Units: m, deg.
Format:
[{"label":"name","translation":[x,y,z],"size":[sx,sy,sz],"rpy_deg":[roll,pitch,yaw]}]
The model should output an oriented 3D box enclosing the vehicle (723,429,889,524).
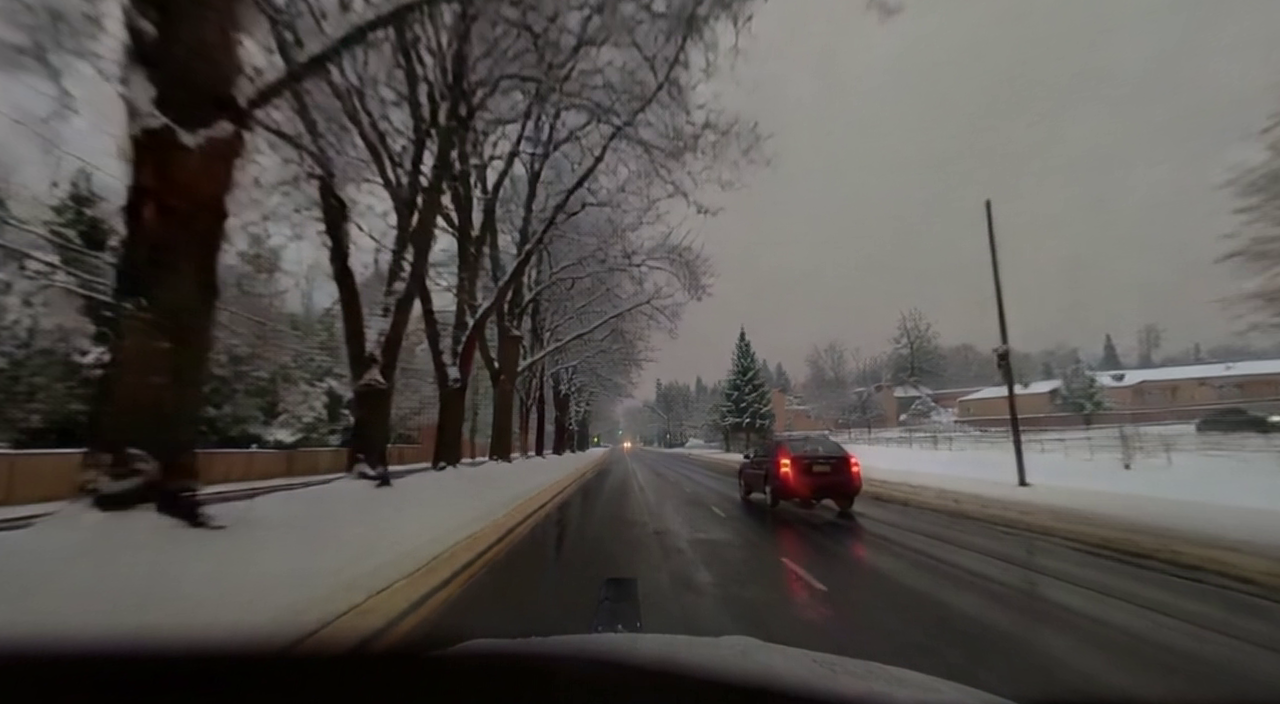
[{"label":"vehicle","translation":[2.996,2.354,12.478],"size":[1.985,1.529,4.316],"rpy_deg":[0,-8,-2]}]
